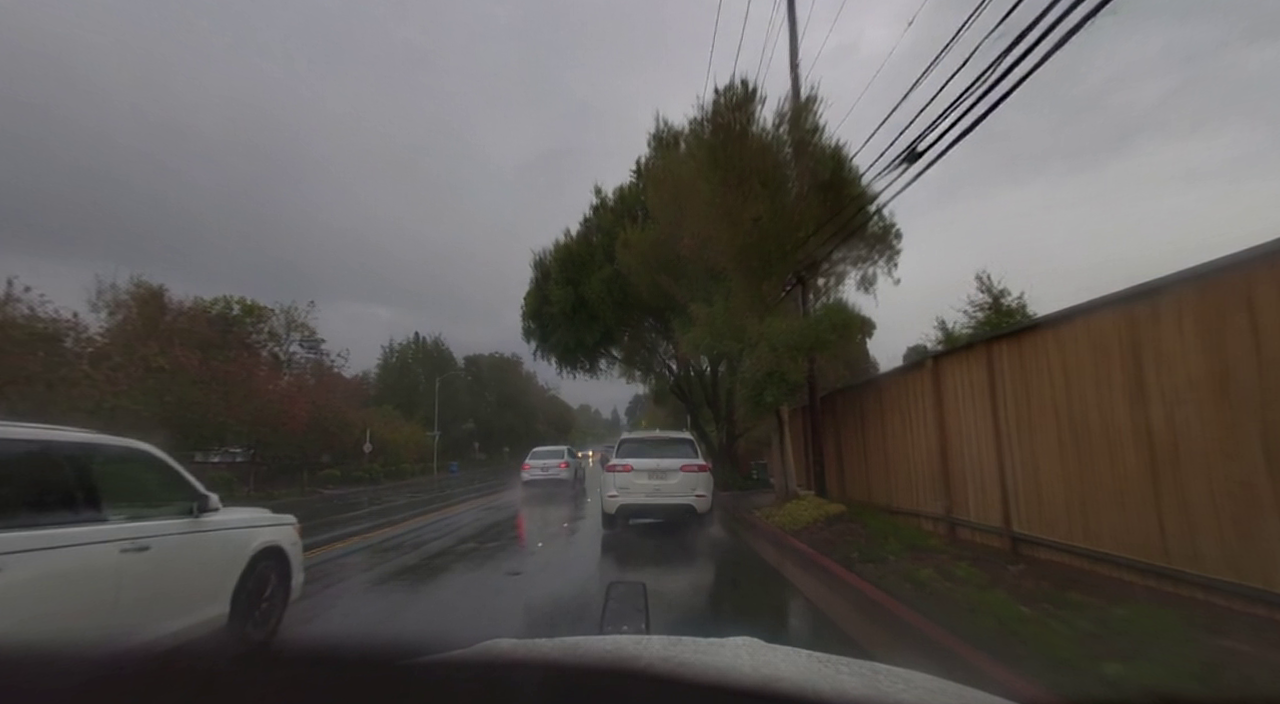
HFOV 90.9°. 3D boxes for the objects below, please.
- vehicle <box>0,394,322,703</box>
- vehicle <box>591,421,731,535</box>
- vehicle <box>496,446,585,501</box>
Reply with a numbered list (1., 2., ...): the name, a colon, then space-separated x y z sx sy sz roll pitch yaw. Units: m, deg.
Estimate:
1. vehicle: -3.398 0.977 2.483 2.033 1.574 4.132 0 -8 1
2. vehicle: 0.351 2.277 11.949 2.174 1.749 4.113 0 -8 1
3. vehicle: -2.920 3.645 19.408 1.979 1.489 4.006 0 -8 1
